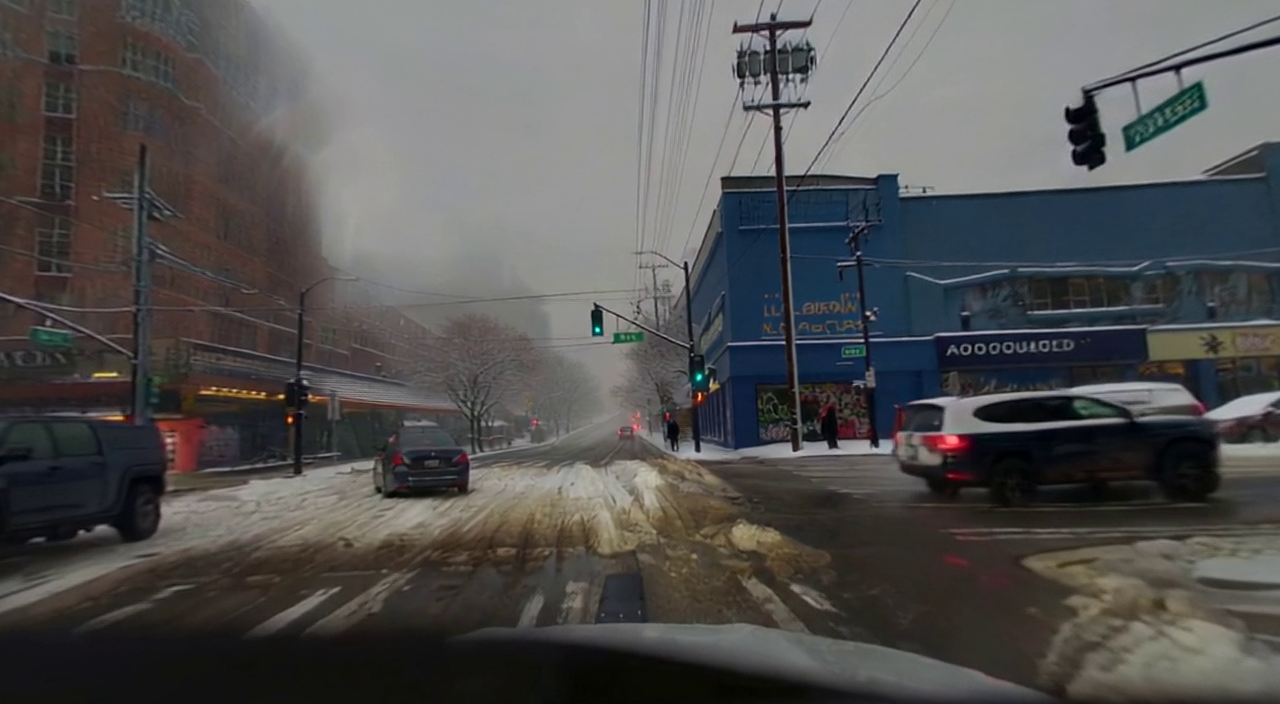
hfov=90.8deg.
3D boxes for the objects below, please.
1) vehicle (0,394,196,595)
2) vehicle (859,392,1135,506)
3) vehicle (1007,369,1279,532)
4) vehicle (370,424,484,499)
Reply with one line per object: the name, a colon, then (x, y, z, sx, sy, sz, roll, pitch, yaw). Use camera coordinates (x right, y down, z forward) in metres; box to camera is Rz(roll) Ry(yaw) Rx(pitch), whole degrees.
vehicle: (-6.678, 1.316, 5.983, 2.063, 1.751, 4.229, 0, -8, -4)
vehicle: (6.086, 1.524, 10.731, 4.260, 1.497, 2.059, 1, -7, -29)
vehicle: (7.513, 1.177, 7.908, 4.714, 1.686, 1.973, 1, -8, -8)
vehicle: (-5.154, 2.480, 14.895, 2.097, 1.457, 4.439, 3, -8, -24)
